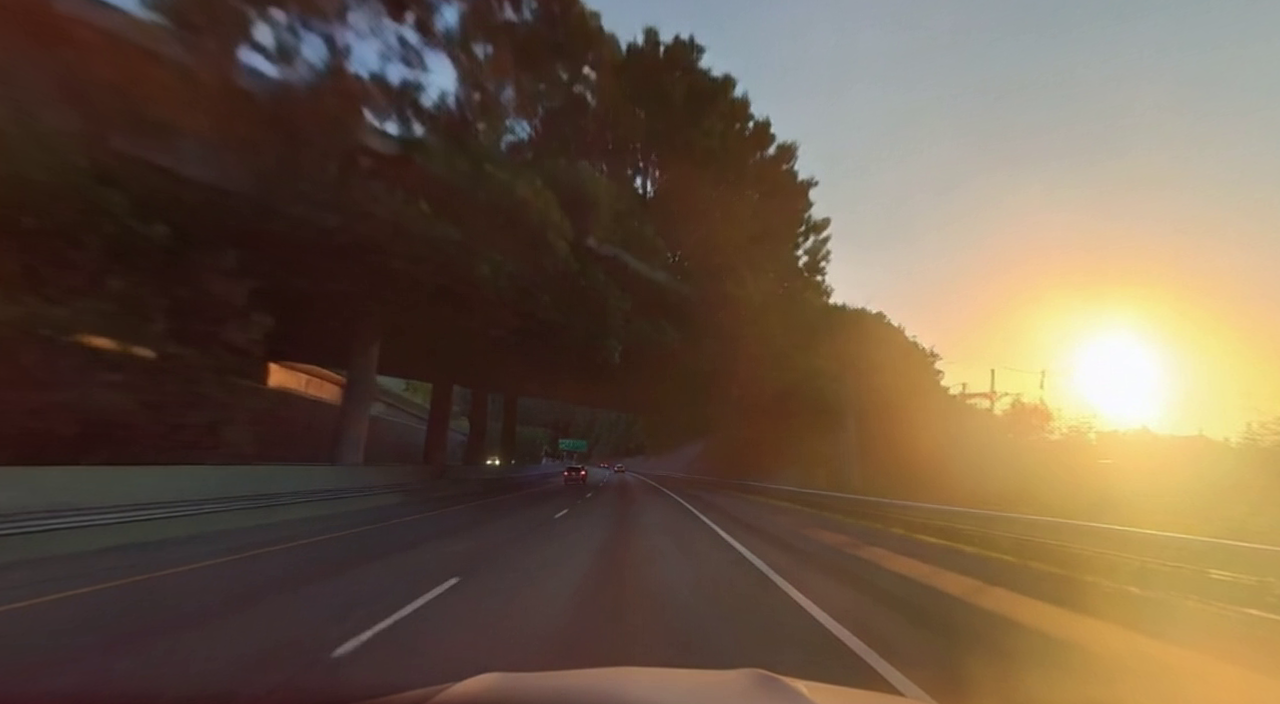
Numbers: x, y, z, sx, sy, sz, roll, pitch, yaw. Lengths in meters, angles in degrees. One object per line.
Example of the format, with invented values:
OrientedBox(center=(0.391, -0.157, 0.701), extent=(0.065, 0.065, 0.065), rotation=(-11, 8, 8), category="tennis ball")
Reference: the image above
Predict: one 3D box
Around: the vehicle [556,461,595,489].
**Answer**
OrientedBox(center=(-4.452, 8.607, 44.126), extent=(2.286, 1.757, 5.057), rotation=(1, -11, -1), category="vehicle")
